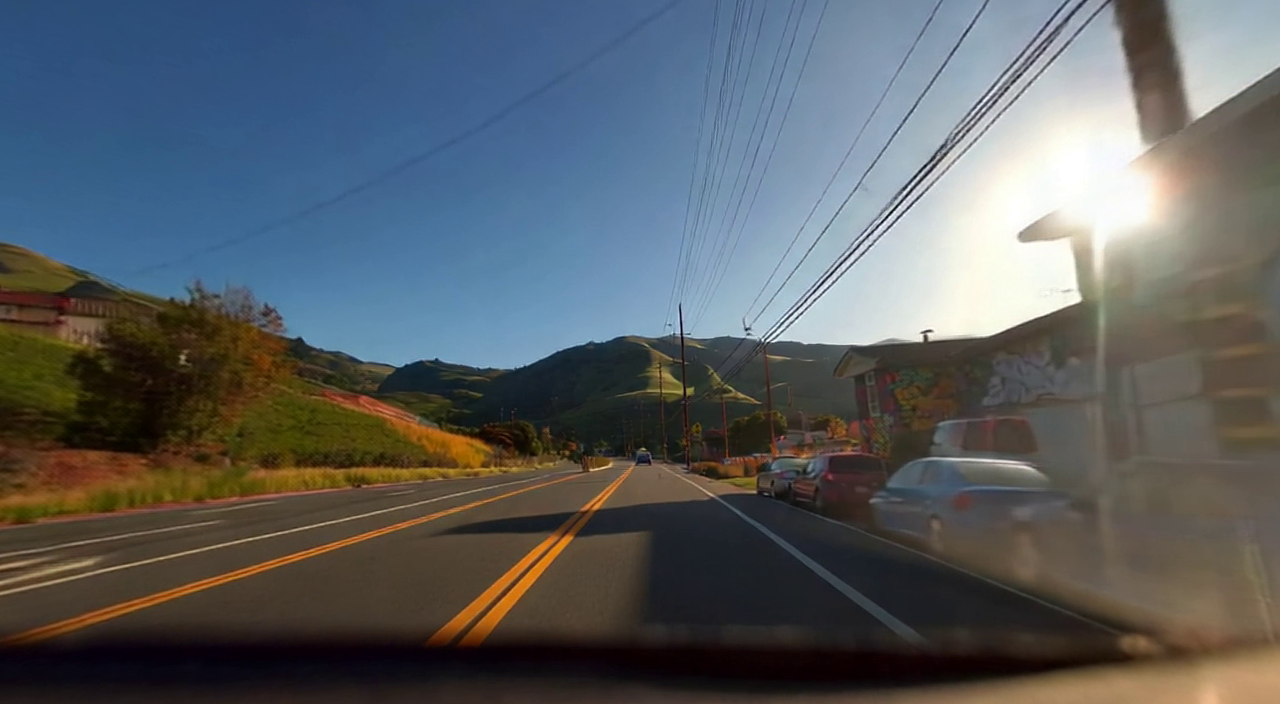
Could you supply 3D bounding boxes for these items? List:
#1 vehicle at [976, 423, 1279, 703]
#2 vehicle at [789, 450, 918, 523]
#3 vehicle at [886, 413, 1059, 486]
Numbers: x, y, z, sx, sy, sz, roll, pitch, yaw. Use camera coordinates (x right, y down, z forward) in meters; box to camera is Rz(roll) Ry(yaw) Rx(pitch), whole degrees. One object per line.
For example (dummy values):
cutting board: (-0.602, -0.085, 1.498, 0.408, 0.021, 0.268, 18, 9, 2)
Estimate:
vehicle: (5.234, 1.593, 5.326, 2.072, 1.889, 4.468, -5, -11, -2)
vehicle: (5.742, 3.637, 17.750, 2.056, 1.693, 4.803, 0, -9, 1)
vehicle: (8.741, 2.647, 17.299, 2.082, 1.678, 5.079, 0, -9, 1)
